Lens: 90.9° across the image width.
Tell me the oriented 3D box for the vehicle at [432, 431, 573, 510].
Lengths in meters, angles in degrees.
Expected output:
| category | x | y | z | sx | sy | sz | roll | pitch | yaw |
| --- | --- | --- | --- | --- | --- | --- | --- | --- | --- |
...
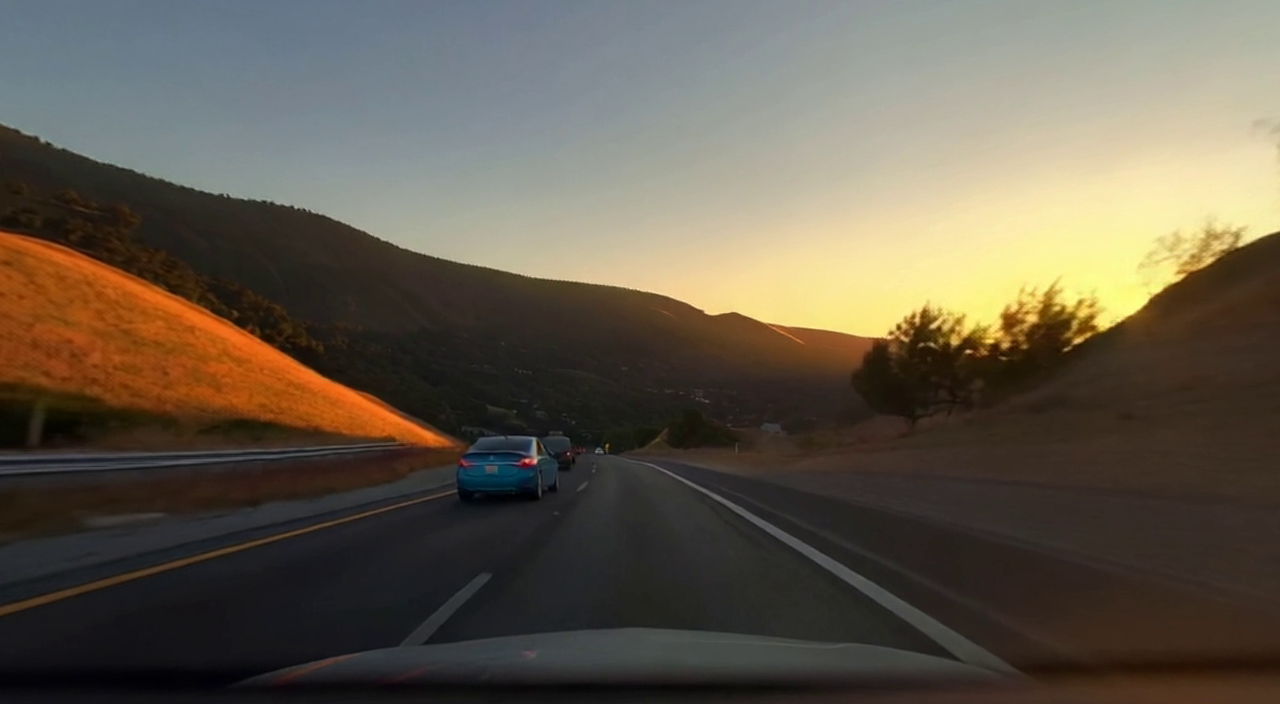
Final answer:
| category | x | y | z | sx | sy | sz | roll | pitch | yaw |
| --- | --- | --- | --- | --- | --- | --- | --- | --- | --- |
| vehicle | -2.906 | 2.620 | 14.522 | 2.097 | 1.511 | 4.585 | 0 | -8 | 2 |
